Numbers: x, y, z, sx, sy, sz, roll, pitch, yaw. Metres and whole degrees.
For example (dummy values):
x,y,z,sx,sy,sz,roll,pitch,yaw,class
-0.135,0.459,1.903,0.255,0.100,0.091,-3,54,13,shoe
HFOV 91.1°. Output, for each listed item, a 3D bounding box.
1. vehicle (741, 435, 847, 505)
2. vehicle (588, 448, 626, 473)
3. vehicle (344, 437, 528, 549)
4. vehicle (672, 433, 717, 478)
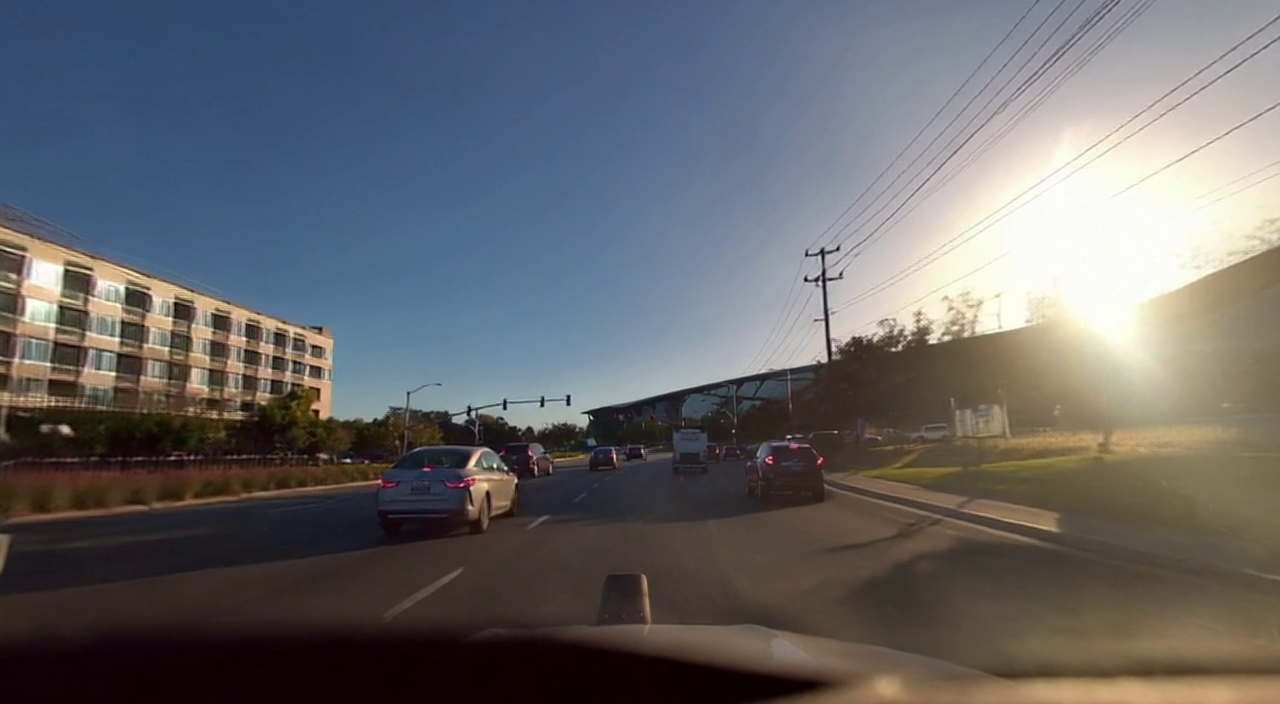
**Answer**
x,y,z,sx,sy,sz,roll,pitch,yaw,class
4.659,3.635,19.806,2.283,1.923,4.427,0,-9,1,vehicle
-2.097,7.025,40.937,1.984,1.567,4.311,-1,-9,4,vehicle
-3.371,2.380,11.260,1.934,1.643,3.718,0,-9,2,vehicle
3.278,6.077,37.142,2.457,2.440,5.486,-1,-9,6,vehicle
